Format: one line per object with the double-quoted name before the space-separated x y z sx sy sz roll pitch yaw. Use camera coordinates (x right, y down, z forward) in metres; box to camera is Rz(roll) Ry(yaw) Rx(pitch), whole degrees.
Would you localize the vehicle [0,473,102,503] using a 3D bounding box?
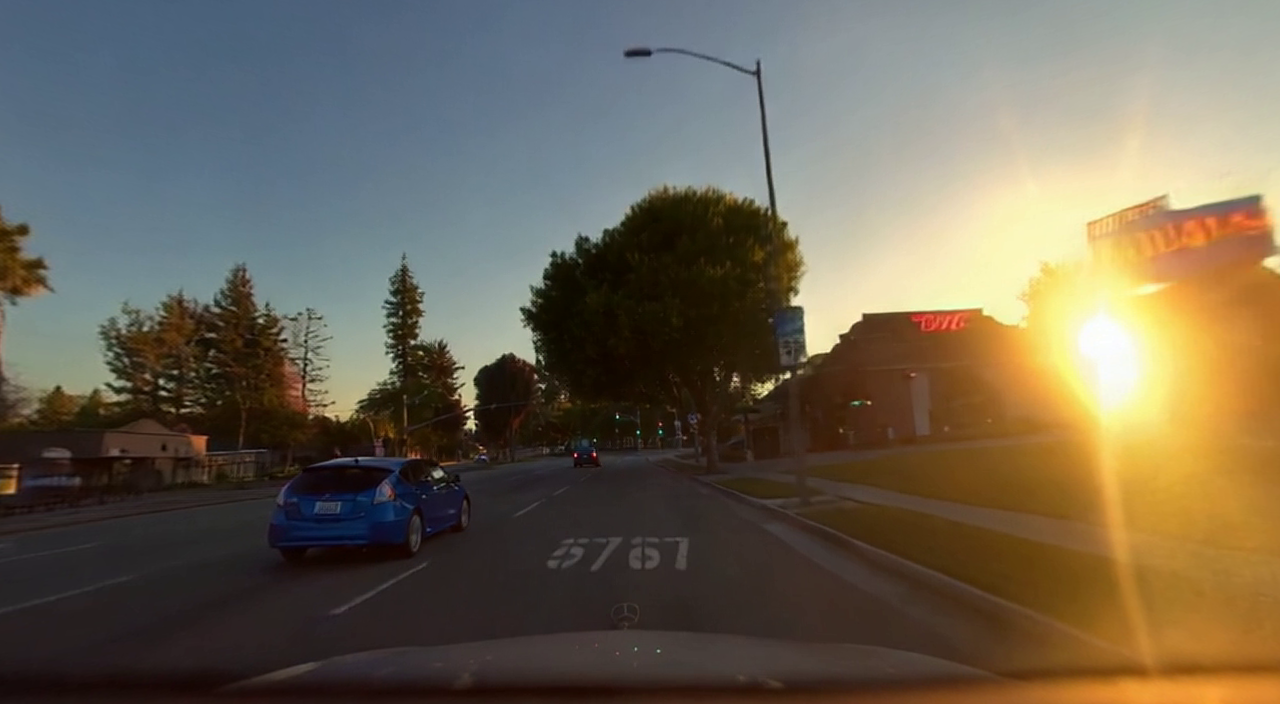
"vehicle" -34.133 7.792 36.208 4.614 1.534 2.229 0 -8 2
